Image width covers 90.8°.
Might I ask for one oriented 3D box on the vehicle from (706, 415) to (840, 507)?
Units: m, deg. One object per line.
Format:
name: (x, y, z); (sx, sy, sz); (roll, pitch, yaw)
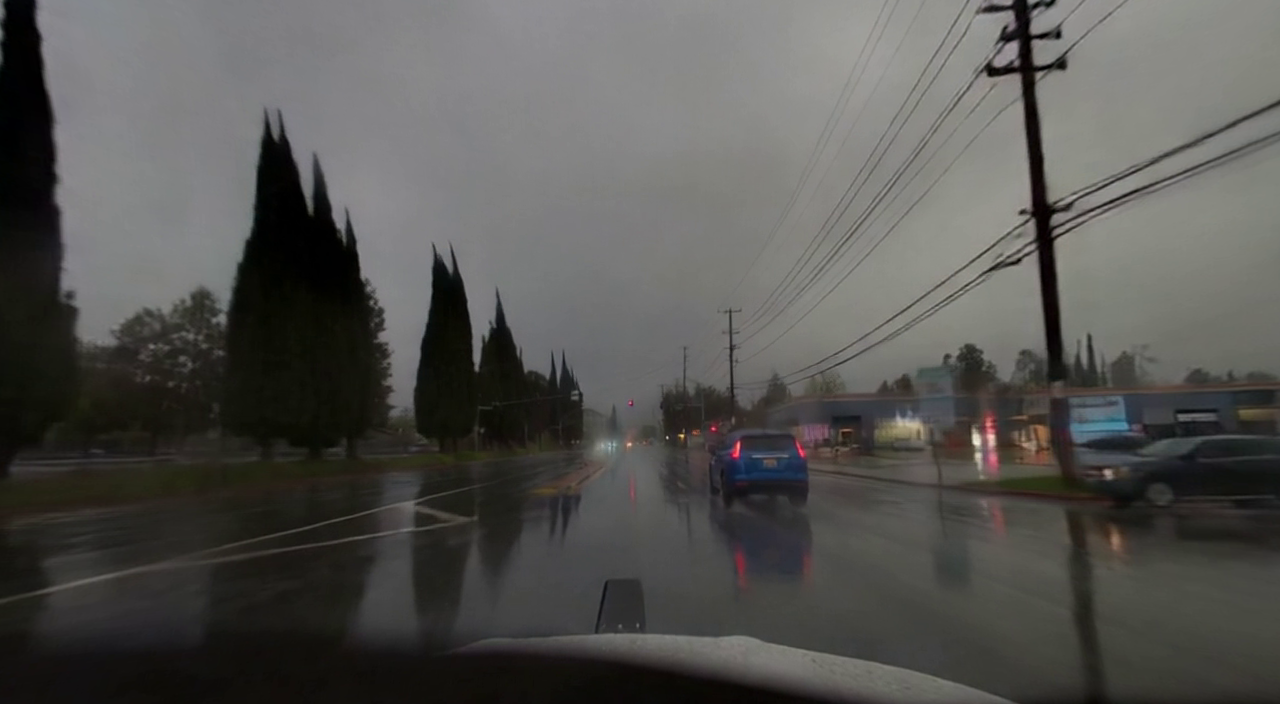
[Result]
vehicle: (2.924, 2.533, 15.125); (2.060, 1.820, 4.713); (0, -8, -2)

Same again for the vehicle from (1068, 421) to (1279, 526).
vehicle: (11.736, 2.339, 12.631); (4.801, 1.802, 2.022); (-2, -9, -2)
